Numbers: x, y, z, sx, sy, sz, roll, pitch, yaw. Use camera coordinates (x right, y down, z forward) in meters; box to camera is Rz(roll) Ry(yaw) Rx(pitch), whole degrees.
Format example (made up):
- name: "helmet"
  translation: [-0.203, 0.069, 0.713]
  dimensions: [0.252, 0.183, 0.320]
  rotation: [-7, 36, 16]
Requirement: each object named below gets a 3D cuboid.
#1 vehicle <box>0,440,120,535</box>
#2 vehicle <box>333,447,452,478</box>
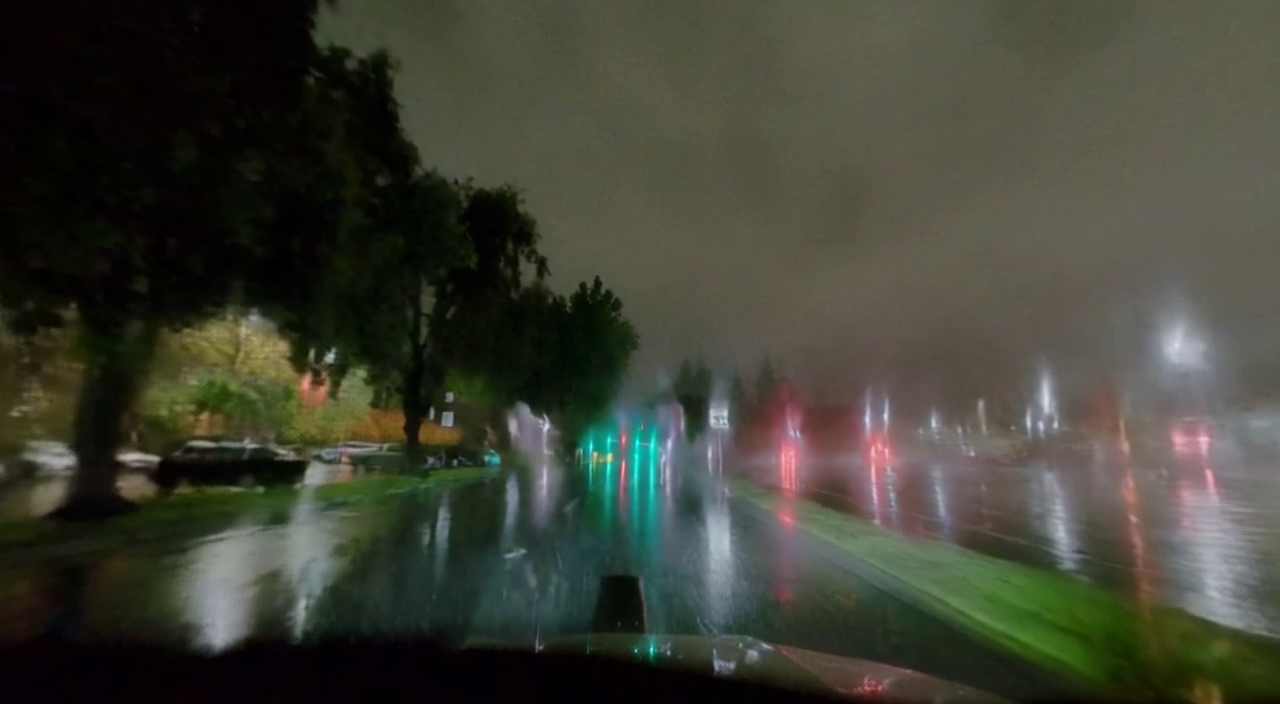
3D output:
- name: "vehicle"
  translation: [-13.483, 2.614, 12.521]
  dimensions: [4.422, 1.694, 2.026]
  rotation: [0, -8, 1]
- name: "vehicle"
  translation: [-12.801, 5.747, 32.794]
  dimensions: [5.300, 1.432, 1.951]
  rotation: [1, -8, 0]
